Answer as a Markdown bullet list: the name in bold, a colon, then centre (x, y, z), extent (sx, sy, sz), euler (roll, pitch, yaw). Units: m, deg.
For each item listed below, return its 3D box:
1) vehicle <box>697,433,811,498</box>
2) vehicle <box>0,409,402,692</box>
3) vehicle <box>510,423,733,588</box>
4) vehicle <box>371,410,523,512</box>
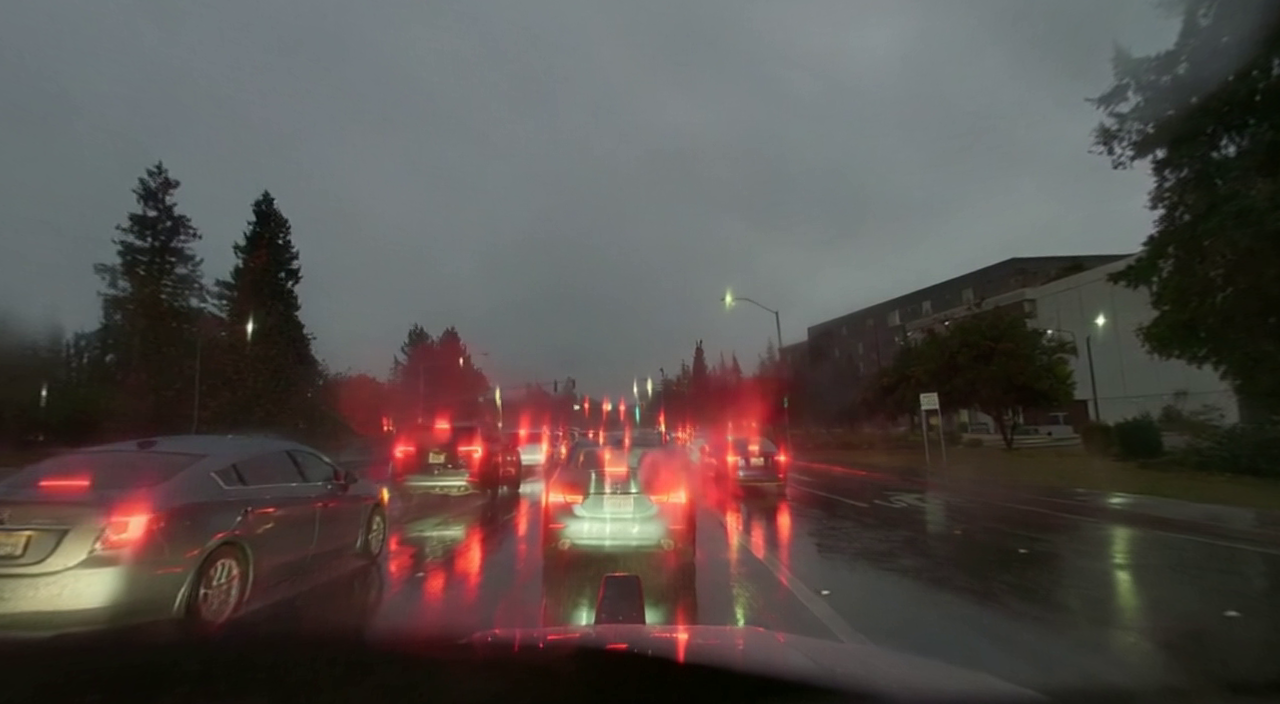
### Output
- **vehicle**: centre (2.801, 2.914, 16.609), extent (1.978, 1.452, 4.381), euler (0, -8, -3)
- **vehicle**: centre (-3.861, 1.352, 5.471), extent (1.985, 1.467, 4.224), euler (0, -8, -1)
- **vehicle**: centre (-0.232, 1.684, 7.806), extent (2.007, 1.467, 4.059), euler (0, -8, -2)
- **vehicle**: centre (-4.029, 2.367, 14.122), extent (2.054, 1.881, 4.469), euler (0, -8, -1)
